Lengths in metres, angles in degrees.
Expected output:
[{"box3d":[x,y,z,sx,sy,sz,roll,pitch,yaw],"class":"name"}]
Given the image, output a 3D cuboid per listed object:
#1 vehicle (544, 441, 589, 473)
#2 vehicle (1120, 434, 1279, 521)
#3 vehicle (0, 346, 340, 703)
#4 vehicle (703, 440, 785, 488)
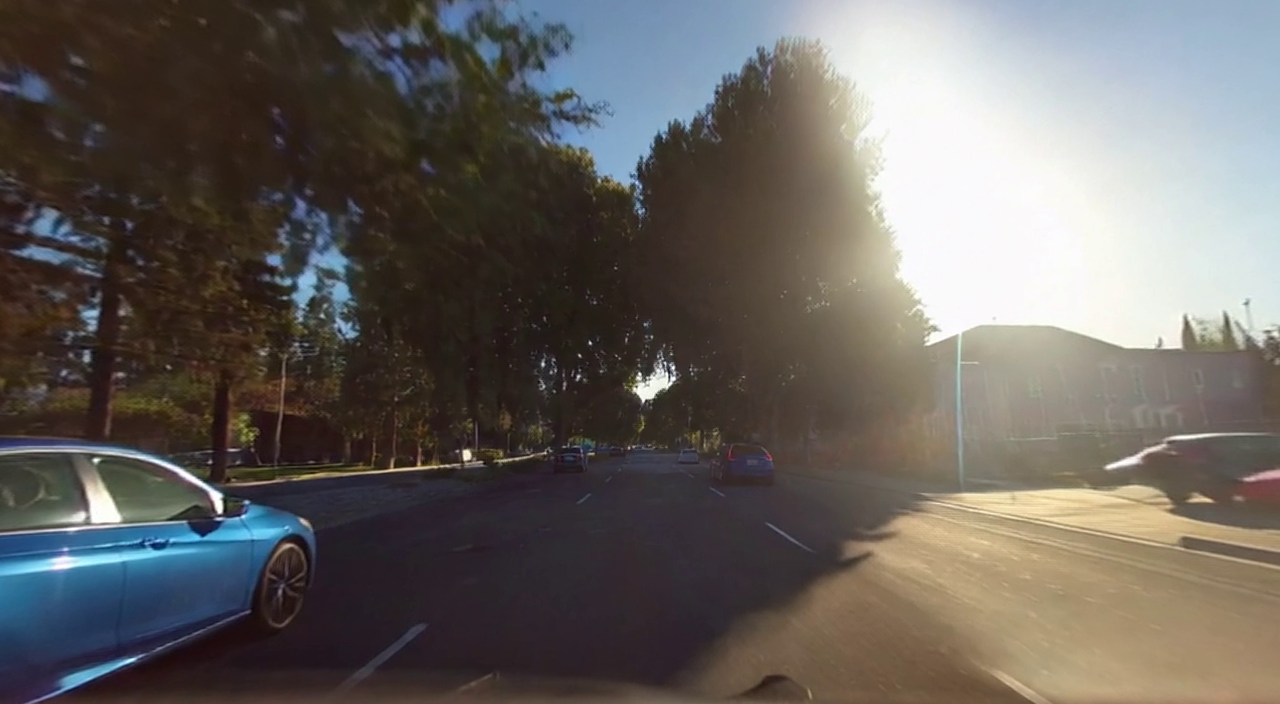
[{"box3d":[-3.922,5.684,34.301,2.113,1.626,4.129,0,-9,-3],"class":"vehicle"},{"box3d":[12.608,2.523,13.015,3.802,1.613,2.025,1,-9,-6],"class":"vehicle"},{"box3d":[-3.566,0.904,2.889,2.023,1.720,4.741,0,-9,0],"class":"vehicle"},{"box3d":[3.492,3.863,22.064,2.083,1.474,4.360,0,-9,0],"class":"vehicle"}]
